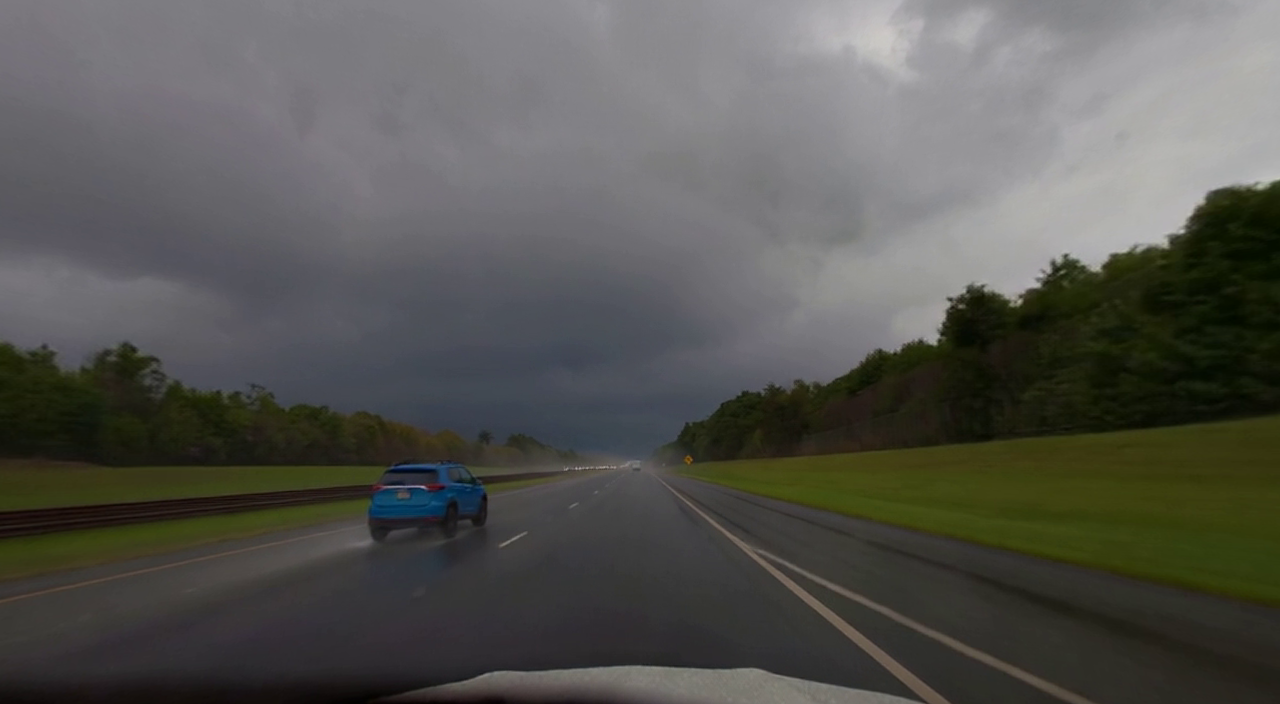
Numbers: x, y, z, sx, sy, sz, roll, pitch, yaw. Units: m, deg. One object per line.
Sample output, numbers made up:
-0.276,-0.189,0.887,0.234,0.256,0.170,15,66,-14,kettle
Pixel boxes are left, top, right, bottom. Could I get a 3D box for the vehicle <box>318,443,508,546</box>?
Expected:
-4.119,2.717,12.498,1.928,1.593,4.871,1,-10,0,vehicle
